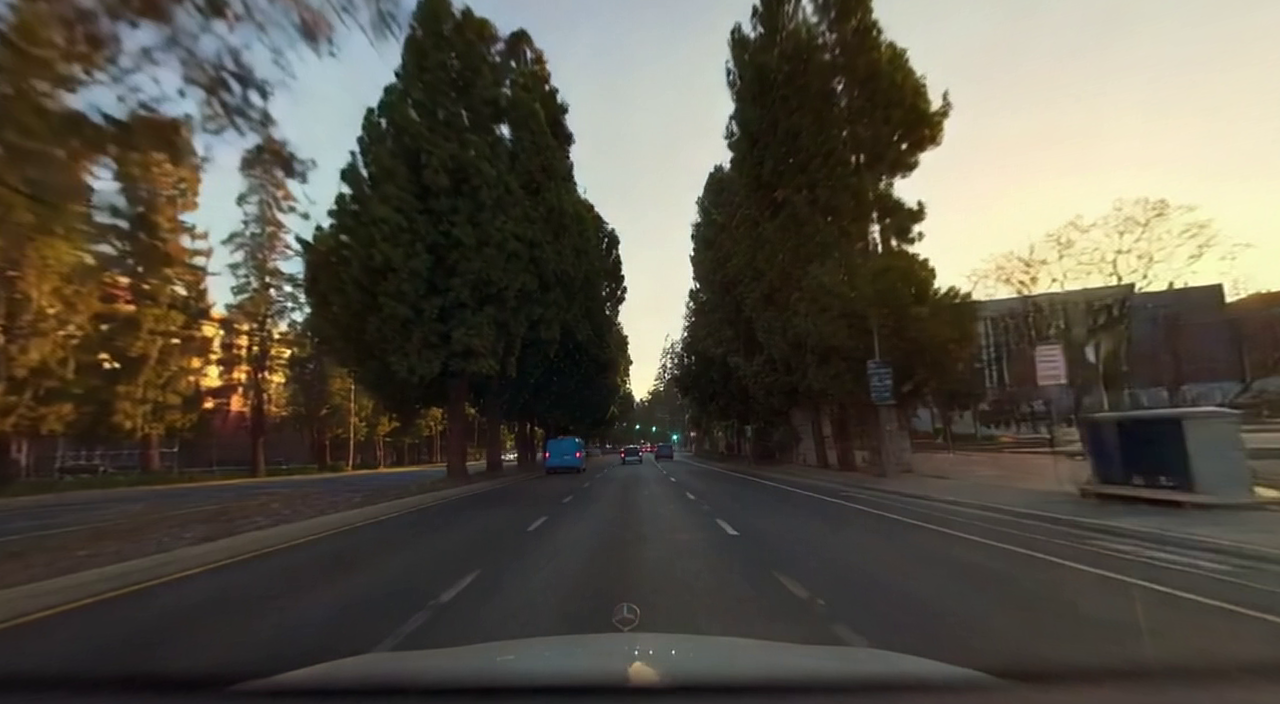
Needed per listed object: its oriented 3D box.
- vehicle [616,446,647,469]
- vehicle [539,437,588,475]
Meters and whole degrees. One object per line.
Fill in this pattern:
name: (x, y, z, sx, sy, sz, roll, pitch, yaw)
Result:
vehicle: (-0.610, 7.183, 43.089, 2.039, 1.455, 3.826, 0, -9, -1)
vehicle: (-4.074, 5.622, 34.356, 2.075, 1.863, 4.744, 0, -9, 0)
